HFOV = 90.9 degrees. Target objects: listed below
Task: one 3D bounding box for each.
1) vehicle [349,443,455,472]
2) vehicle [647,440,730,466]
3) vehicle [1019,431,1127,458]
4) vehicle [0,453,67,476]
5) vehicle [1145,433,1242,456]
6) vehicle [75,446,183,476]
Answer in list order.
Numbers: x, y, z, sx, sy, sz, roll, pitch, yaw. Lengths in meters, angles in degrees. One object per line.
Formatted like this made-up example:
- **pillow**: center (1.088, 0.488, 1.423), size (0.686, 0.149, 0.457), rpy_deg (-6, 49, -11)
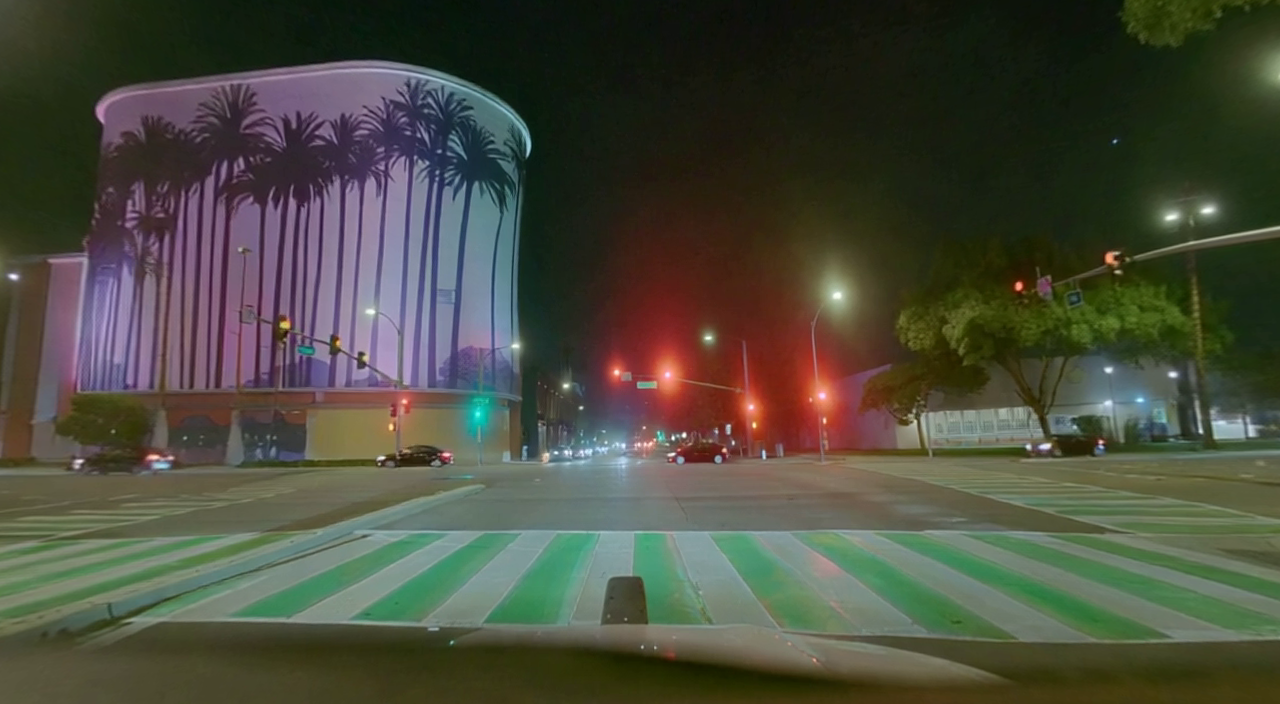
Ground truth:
- **vehicle**: center (-12.453, 5.516, 33.181), size (4.875, 1.461, 1.777), rpy_deg (0, -8, 2)
- **vehicle**: center (2.796, 5.918, 37.109), size (4.784, 1.465, 1.798), rpy_deg (0, -8, 1)
- **vehicle**: center (25.030, 5.364, 36.563), size (4.893, 1.458, 1.791), rpy_deg (0, -8, 0)
- **vehicle**: center (-41.650, 7.613, 42.770), size (3.698, 1.508, 1.779), rpy_deg (0, -8, 1)
- **vehicle**: center (36.174, 6.025, 41.226), size (4.606, 1.449, 1.687), rpy_deg (0, -8, 2)
- **vehicle**: center (-30.154, 6.413, 37.276), size (4.648, 1.665, 1.910), rpy_deg (0, -8, -1)
